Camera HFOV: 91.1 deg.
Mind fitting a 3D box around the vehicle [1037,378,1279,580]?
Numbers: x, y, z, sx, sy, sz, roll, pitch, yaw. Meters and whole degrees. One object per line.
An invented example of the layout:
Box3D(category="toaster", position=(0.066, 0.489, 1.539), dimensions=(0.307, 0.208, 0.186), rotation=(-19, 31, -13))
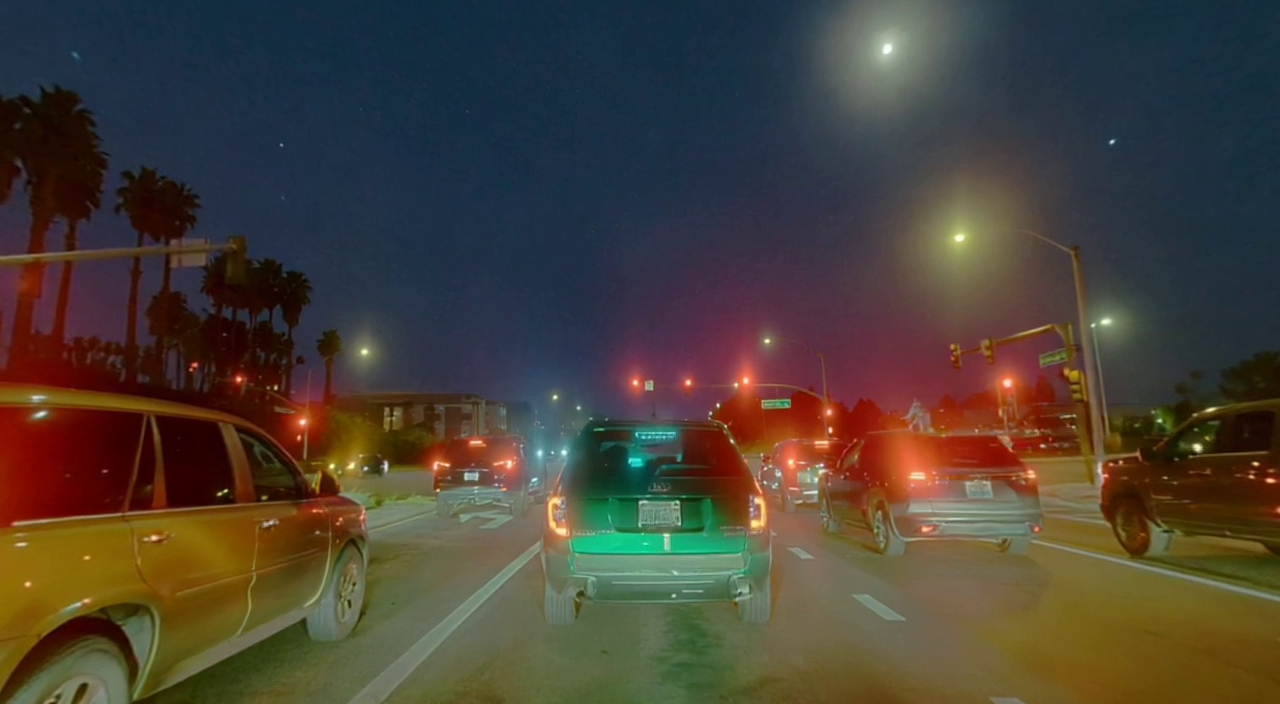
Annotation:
Box3D(category="vehicle", position=(7.327, 1.336, 6.805), dimensions=(2.337, 1.925, 5.728), rotation=(0, -8, 1))

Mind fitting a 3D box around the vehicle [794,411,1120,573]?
Box3D(category="vehicle", position=(4.001, 1.866, 9.294), dimensions=(2.072, 1.704, 5.170), rotation=(0, -8, -1))

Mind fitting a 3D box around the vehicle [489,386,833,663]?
Box3D(category="vehicle", position=(0.160, 1.374, 6.037), dimensions=(2.123, 1.704, 4.128), rotation=(0, -8, 1))

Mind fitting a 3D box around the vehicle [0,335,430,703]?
Box3D(category="vehicle", position=(-3.161, 1.085, 3.902), dimensions=(2.171, 1.702, 4.416), rotation=(0, -9, 0))
